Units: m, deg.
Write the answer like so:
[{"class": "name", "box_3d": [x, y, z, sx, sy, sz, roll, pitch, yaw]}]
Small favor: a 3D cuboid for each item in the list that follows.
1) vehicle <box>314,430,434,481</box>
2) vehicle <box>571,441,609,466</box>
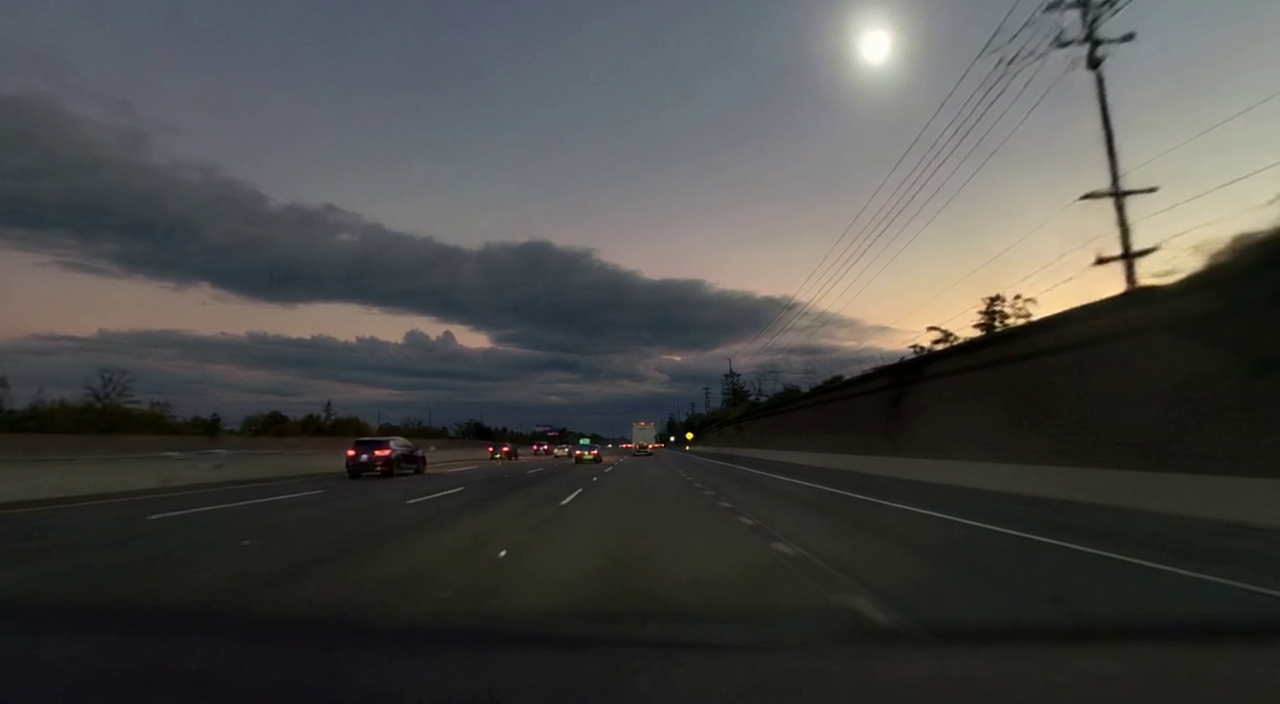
[{"class": "vehicle", "box_3d": [-10.614, 4.203, 25.816, 2.310, 1.853, 5.817, 0, -9, 1]}, {"class": "vehicle", "box_3d": [-3.268, 6.743, 41.826, 2.045, 1.532, 4.954, 0, -9, 1]}]
